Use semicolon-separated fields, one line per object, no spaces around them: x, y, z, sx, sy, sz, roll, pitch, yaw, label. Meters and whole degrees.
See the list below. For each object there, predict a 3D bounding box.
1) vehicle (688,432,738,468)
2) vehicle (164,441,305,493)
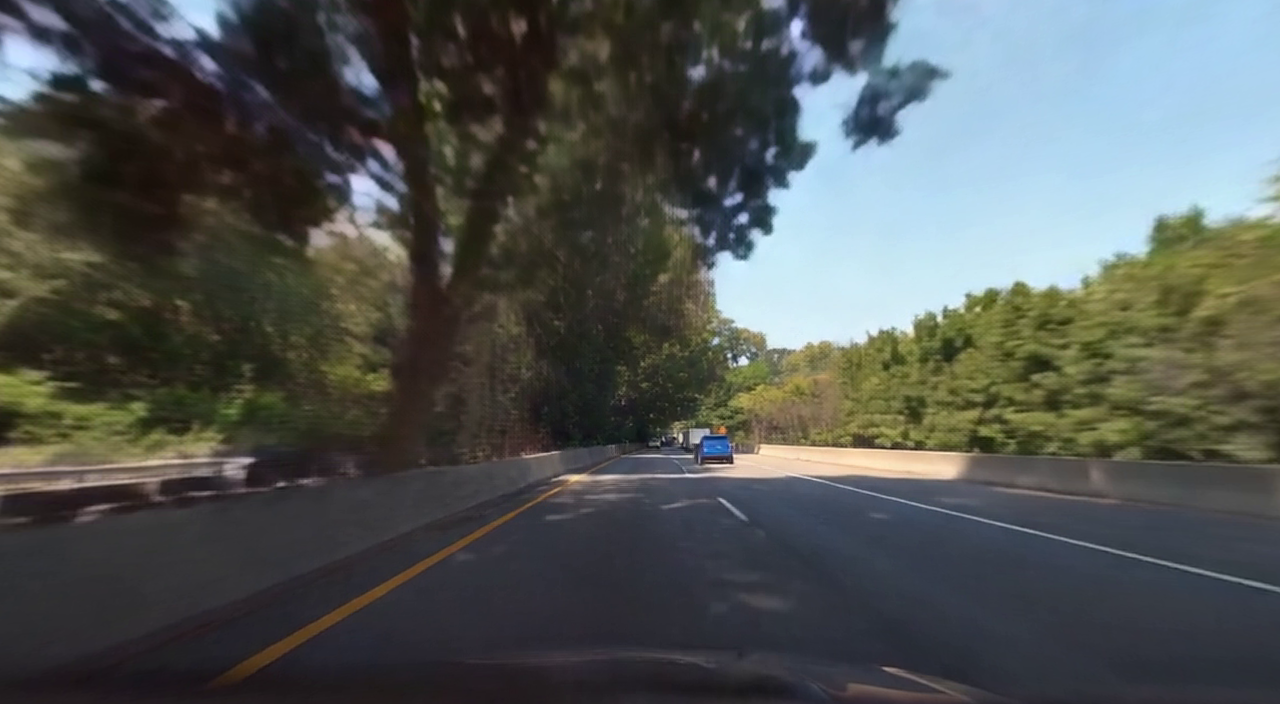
3.625;4.933;31.902;2.022;1.663;4.245;-1;-8;0;vehicle
-12.995;3.654;20.511;1.847;1.488;4.102;-1;-8;0;vehicle
